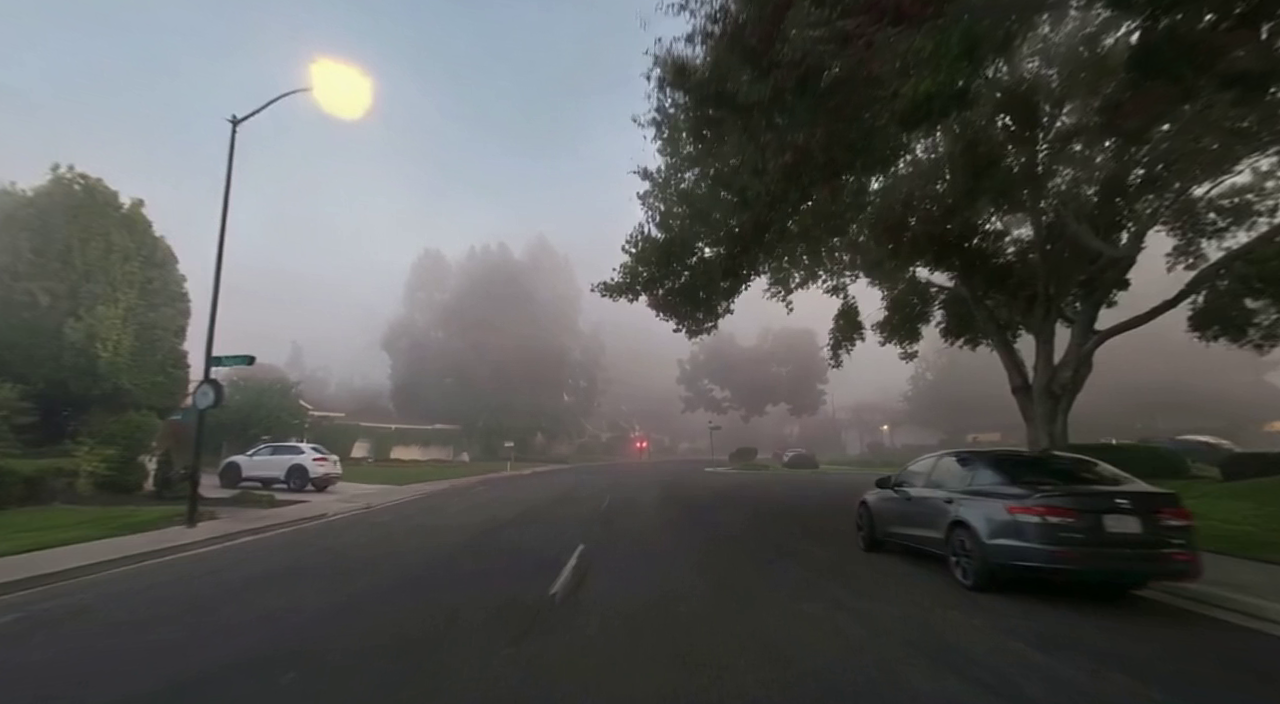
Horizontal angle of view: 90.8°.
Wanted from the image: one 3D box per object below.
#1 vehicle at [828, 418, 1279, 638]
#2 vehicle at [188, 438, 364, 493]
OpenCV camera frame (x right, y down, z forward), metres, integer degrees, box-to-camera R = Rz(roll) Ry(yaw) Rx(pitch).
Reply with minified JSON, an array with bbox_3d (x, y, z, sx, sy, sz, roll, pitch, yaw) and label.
[{"bbox_3d":[3.882,1.648,7.047,2.034,1.583,4.707,0,-9,-1],"label":"vehicle"},{"bbox_3d":[-12.398,3.858,21.786,4.790,1.627,2.112,1,-5,0],"label":"vehicle"}]
